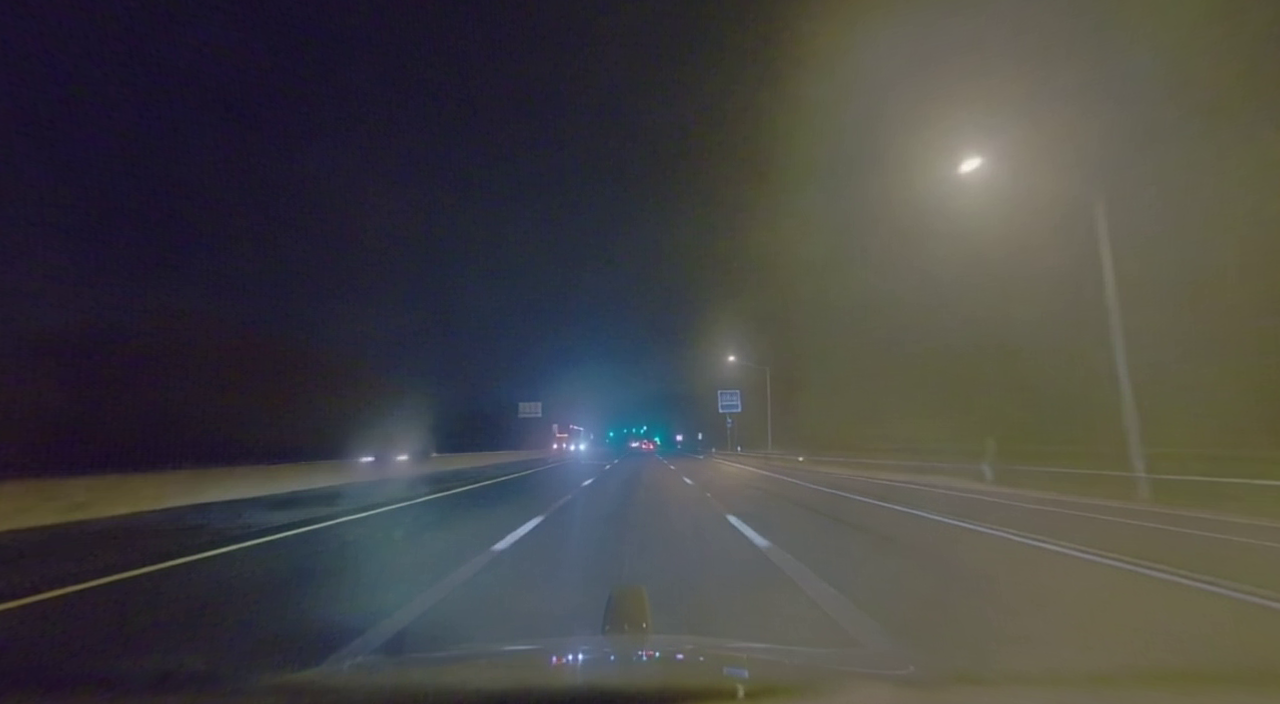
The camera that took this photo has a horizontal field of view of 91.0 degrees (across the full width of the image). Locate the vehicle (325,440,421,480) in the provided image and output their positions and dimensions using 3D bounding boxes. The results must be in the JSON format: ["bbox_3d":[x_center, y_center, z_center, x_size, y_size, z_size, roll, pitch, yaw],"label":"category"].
[{"bbox_3d":[-11.247,4.571,26.898,1.954,1.537,4.693,0,-8,1],"label":"vehicle"}]
